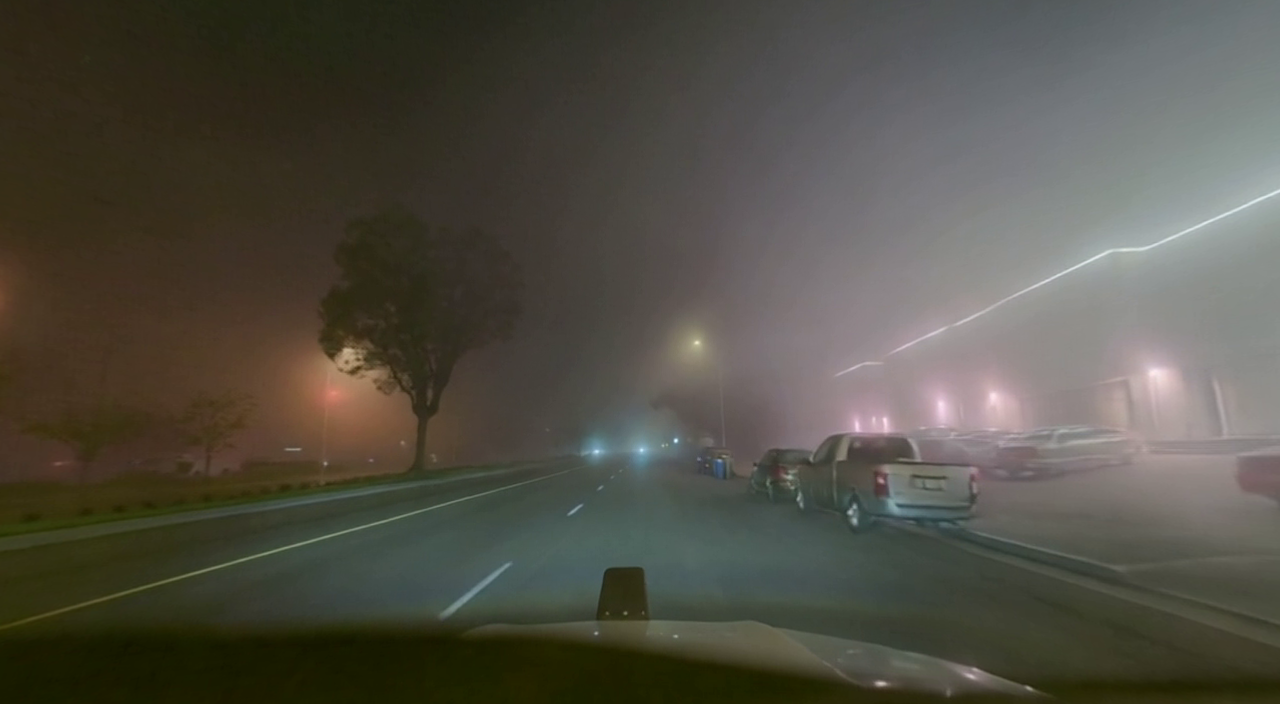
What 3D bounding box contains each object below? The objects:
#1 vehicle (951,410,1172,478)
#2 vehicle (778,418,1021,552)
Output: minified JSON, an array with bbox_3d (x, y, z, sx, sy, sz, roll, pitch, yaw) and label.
[{"bbox_3d":[12.055,2.692,18.373,4.778,1.520,2.020,-5,-9,7],"label":"vehicle"},{"bbox_3d":[4.048,2.170,11.102,2.078,1.771,5.174,0,-8,0],"label":"vehicle"}]
